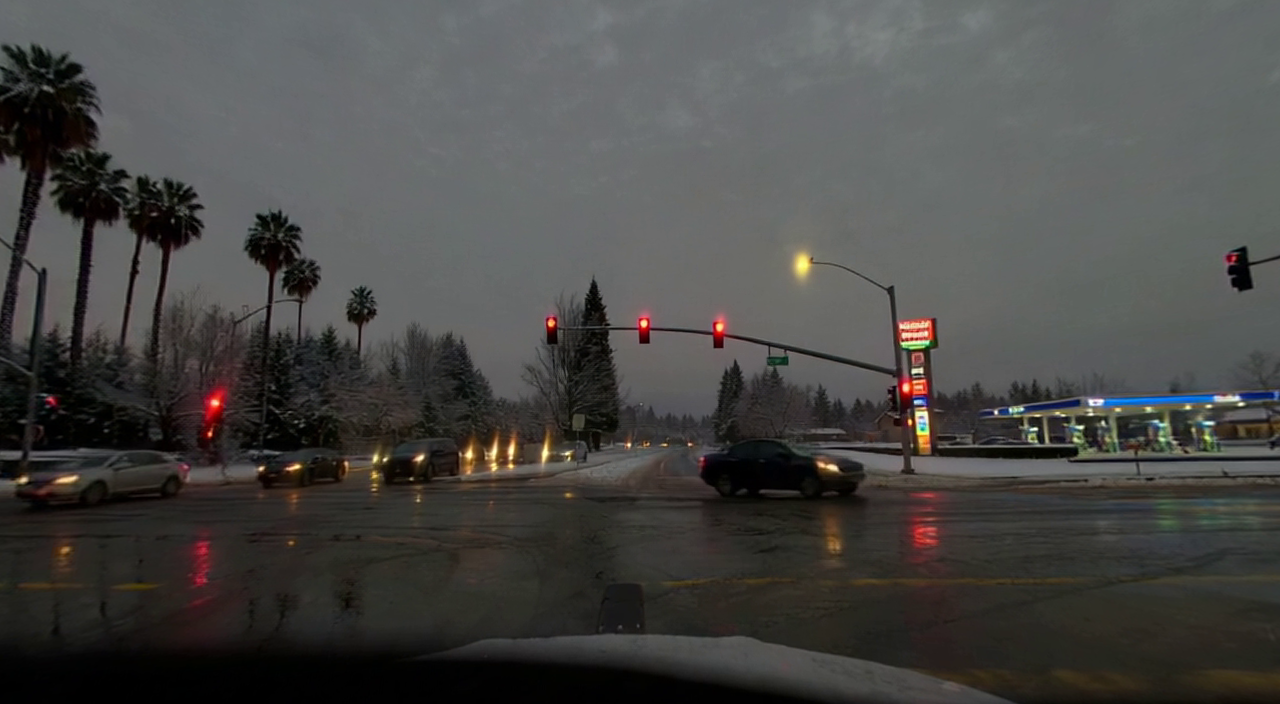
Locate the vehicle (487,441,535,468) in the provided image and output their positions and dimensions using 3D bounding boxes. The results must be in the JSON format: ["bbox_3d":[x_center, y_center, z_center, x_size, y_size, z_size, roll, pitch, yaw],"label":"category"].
[{"bbox_3d":[-8.536,6.828,42.196,2.124,1.701,4.551,0,-9,1],"label":"vehicle"}]

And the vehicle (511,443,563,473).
[{"bbox_3d":[-5.287,5.512,33.073,1.983,1.464,4.579,0,-9,0],"label":"vehicle"}]

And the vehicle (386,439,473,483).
[{"bbox_3d":[-8.579,4.457,26.169,2.156,1.662,4.186,0,-9,0],"label":"vehicle"}]

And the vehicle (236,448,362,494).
[{"bbox_3d":[-11.860,4.136,22.407,1.966,1.455,4.493,0,-9,0],"label":"vehicle"}]

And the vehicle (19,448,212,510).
[{"bbox_3d":[-15.280,3.674,18.802,1.956,1.611,4.359,0,-9,0],"label":"vehicle"}]

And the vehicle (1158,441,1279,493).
[{"bbox_3d":[18.743,3.405,18.831,5.015,1.446,1.862,0,-9,-3],"label":"vehicle"}]

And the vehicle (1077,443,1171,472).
[{"bbox_3d":[24.262,5.300,31.736,3.474,1.376,1.538,0,-9,-2],"label":"vehicle"}]

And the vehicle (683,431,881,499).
[{"bbox_3d":[3.884,3.094,17.629,4.938,1.651,2.138,-5,-10,31],"label":"vehicle"}]

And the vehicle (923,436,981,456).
[{"bbox_3d":[22.540,6.767,45.657,3.356,1.395,1.559,0,-9,-1],"label":"vehicle"}]

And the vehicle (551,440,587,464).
[{"bbox_3d":[-5.164,7.357,46.556,1.929,1.719,4.892,0,-9,1],"label":"vehicle"}]
